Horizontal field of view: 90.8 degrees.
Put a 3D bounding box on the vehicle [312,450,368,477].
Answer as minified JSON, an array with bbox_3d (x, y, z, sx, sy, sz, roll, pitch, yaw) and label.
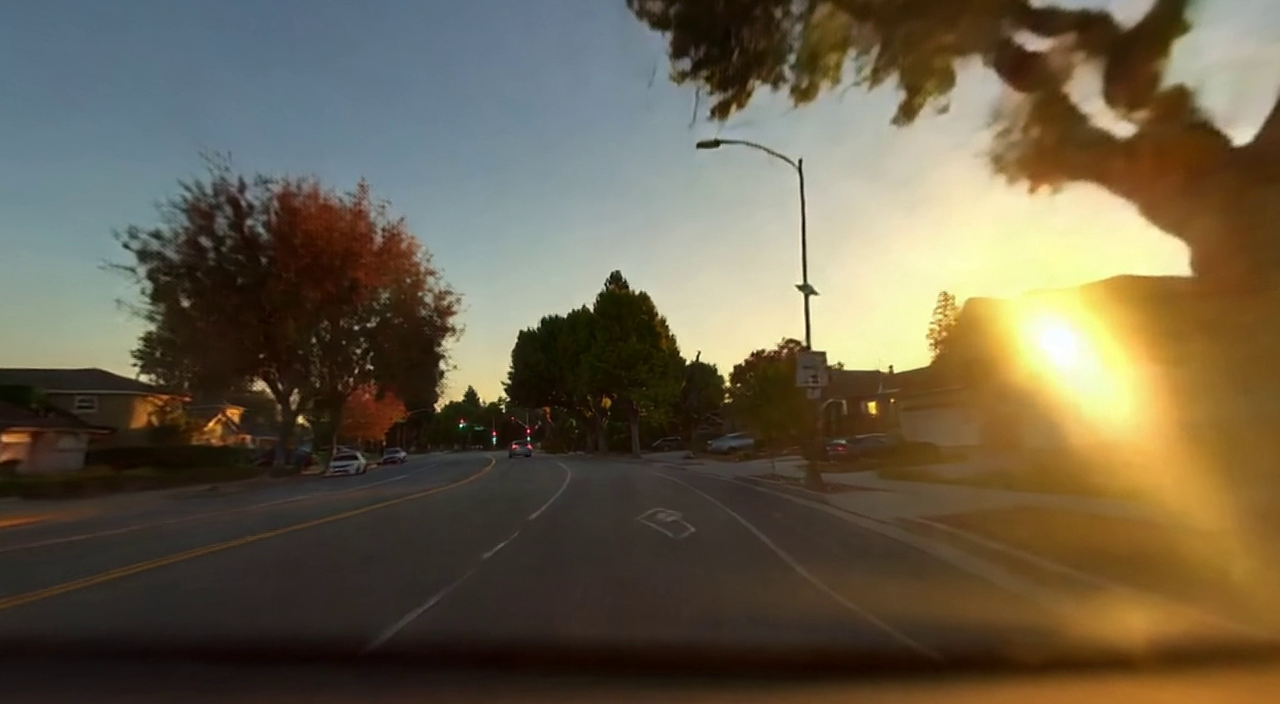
[{"bbox_3d":[-18.062,6.707,38.276,1.911,1.436,4.554,1,-8,-11],"label":"vehicle"}]

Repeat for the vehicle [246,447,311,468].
[{"bbox_3d":[-28.160,8.235,49.306,4.024,1.515,1.857,2,-8,-16],"label":"vehicle"}]
